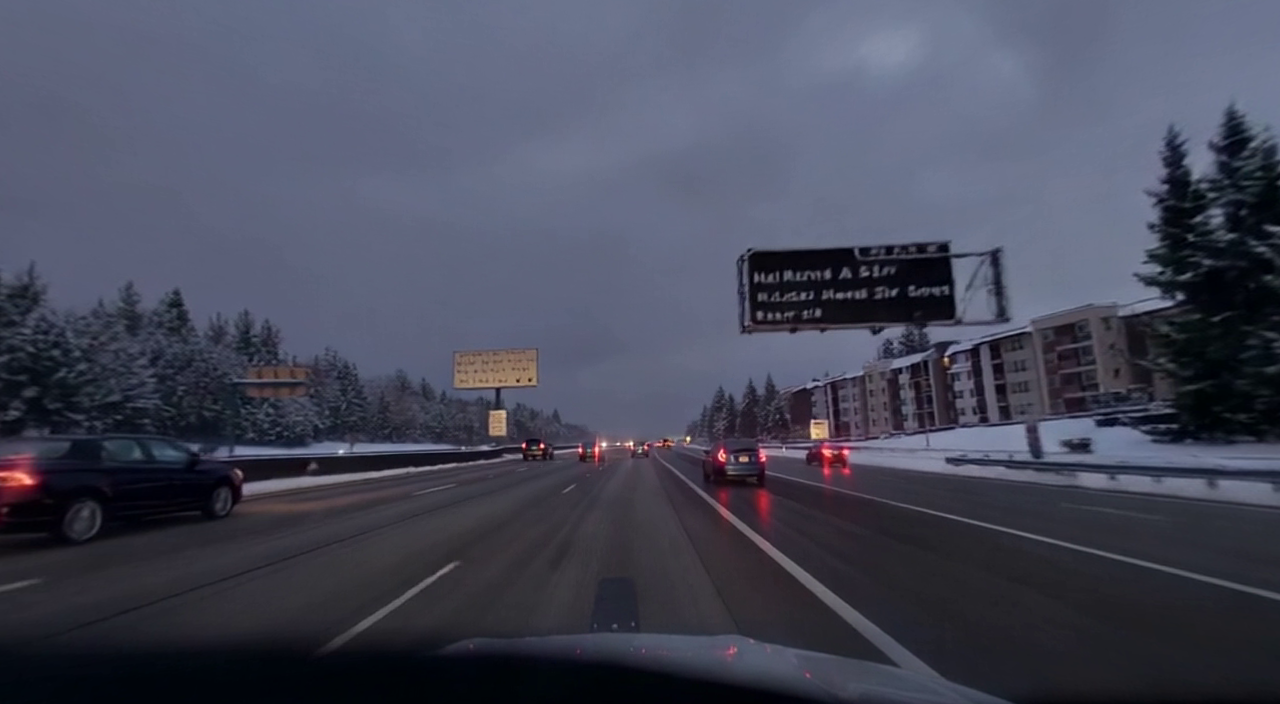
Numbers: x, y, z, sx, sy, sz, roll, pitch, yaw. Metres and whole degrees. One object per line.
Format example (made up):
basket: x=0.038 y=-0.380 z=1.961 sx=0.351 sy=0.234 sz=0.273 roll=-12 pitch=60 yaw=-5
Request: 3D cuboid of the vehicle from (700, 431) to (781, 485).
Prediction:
vehicle: x=3.412 y=3.695 z=22.316 sx=2.080 sy=1.694 sz=4.286 roll=0 pitch=-9 yaw=-1

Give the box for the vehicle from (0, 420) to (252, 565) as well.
vehicle: x=-7.666 y=1.748 z=8.491 sx=2.021 sy=1.496 sz=4.495 roll=0 pitch=-9 yaw=0

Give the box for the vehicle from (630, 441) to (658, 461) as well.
vehicle: x=0.268 y=7.406 z=47.185 sx=1.992 sy=1.431 sz=4.055 roll=0 pitch=-9 yaw=0

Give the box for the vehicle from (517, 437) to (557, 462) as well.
vehicle: x=-7.478 y=7.121 z=46.288 sx=2.057 sy=1.733 sz=4.589 roll=0 pitch=-9 yaw=1

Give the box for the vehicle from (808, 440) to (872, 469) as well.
vehicle: x=10.953 y=5.648 z=34.985 sx=2.061 sy=1.459 sz=4.273 roll=0 pitch=-9 yaw=-1

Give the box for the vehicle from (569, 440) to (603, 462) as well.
vehicle: x=-3.757 y=7.000 z=44.588 sx=2.002 sy=1.466 sz=4.378 roll=0 pitch=-9 yaw=0
